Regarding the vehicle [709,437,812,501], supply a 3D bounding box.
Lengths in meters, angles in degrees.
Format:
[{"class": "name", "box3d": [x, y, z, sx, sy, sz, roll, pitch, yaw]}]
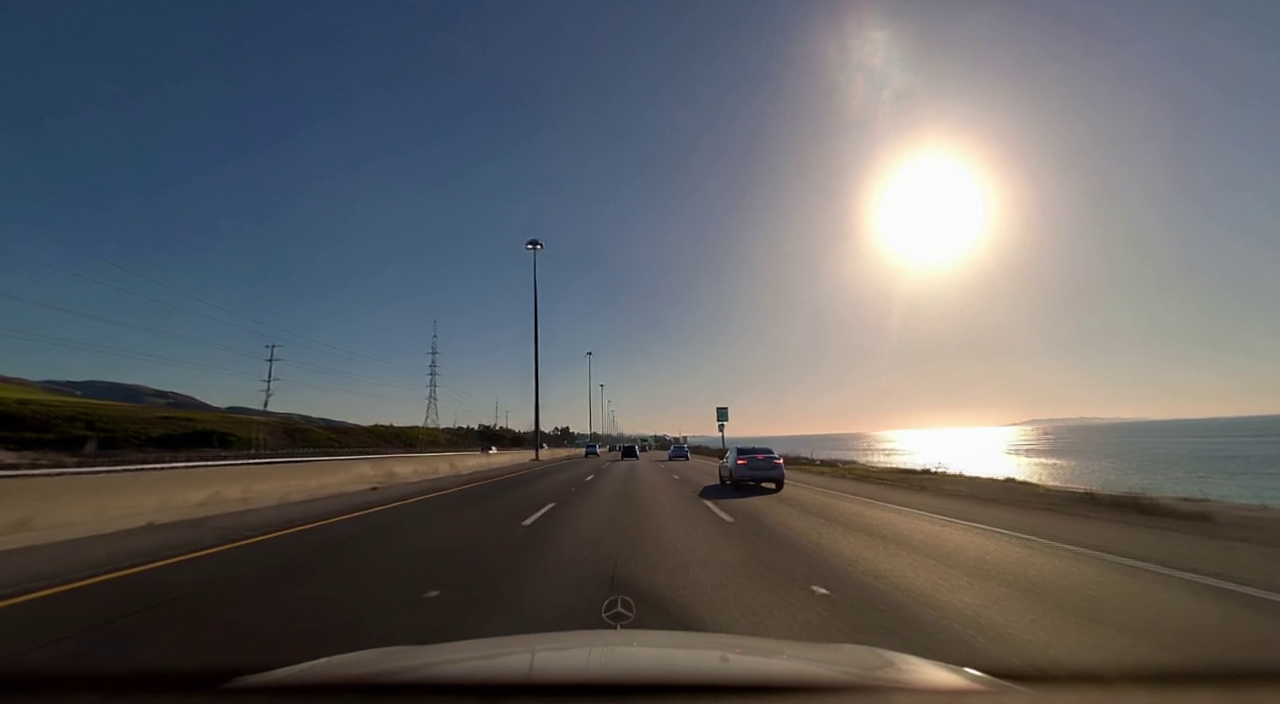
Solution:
[{"class": "vehicle", "box3d": [3.117, 3.109, 17.272, 1.890, 1.490, 4.373, 0, -8, -1]}]
